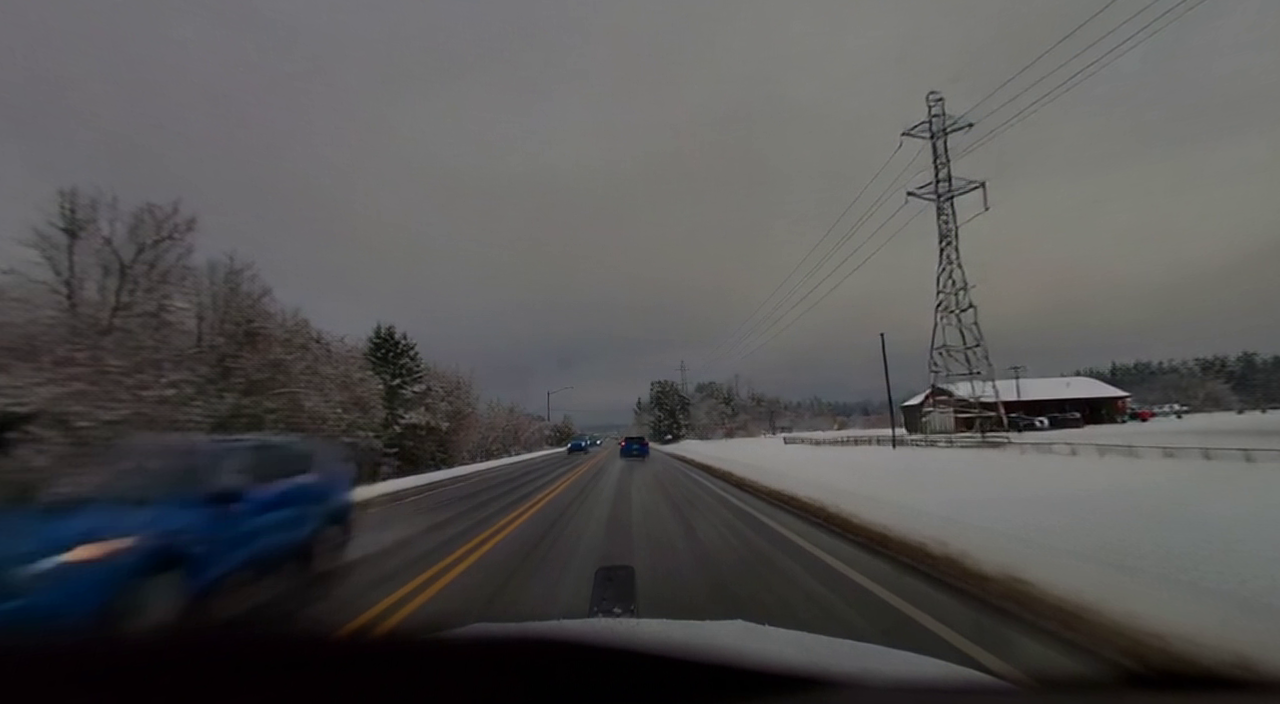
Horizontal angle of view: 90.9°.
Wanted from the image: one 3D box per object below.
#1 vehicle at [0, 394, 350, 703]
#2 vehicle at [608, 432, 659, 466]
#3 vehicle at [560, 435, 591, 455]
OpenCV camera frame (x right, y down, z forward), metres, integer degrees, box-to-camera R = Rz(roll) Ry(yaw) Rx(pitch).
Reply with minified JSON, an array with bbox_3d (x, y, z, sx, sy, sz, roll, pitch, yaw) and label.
[{"bbox_3d":[-4.047,1.164,4.464,2.019,1.511,4.290,0,-8,-1],"label":"vehicle"},{"bbox_3d":[-0.342,4.524,29.675,2.241,1.471,3.829,0,-8,-2],"label":"vehicle"},{"bbox_3d":[-4.909,7.183,48.709,2.034,1.484,4.183,0,-8,-1],"label":"vehicle"}]
